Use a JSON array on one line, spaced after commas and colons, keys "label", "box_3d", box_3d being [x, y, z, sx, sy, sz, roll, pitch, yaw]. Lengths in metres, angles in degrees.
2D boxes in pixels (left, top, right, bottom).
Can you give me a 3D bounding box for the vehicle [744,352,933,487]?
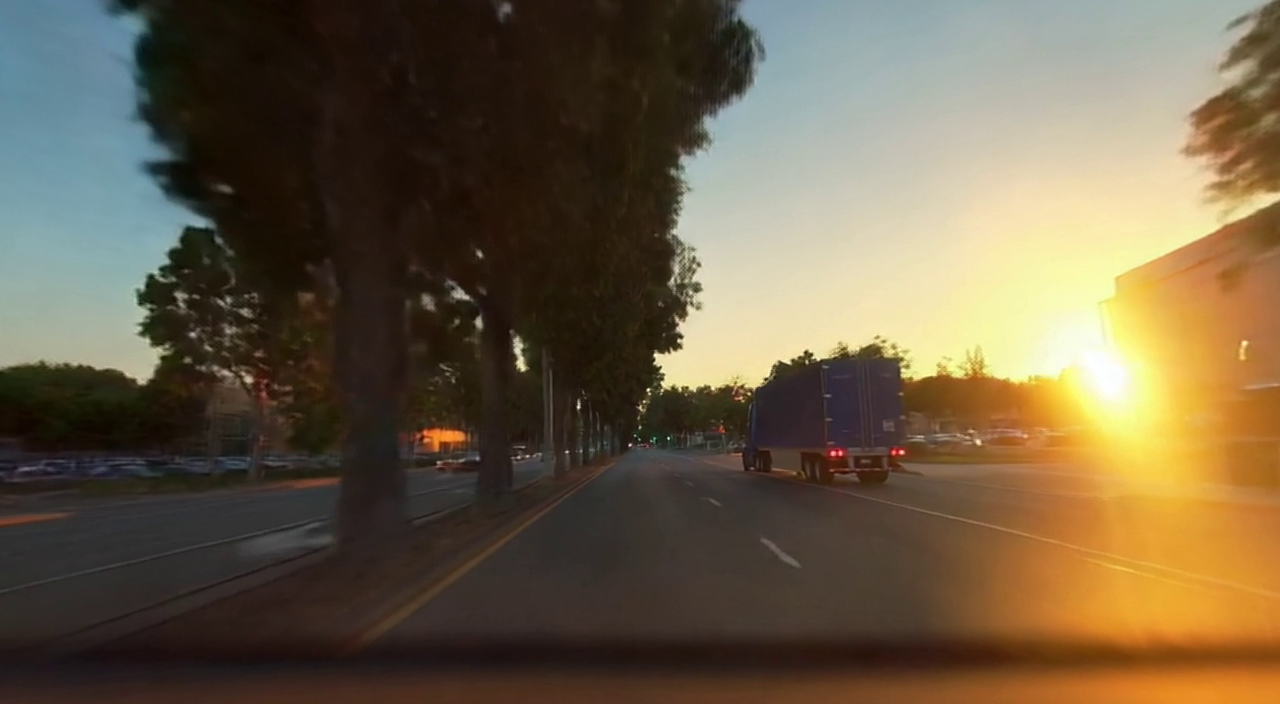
[{"label": "vehicle", "box_3d": [6.537, 2.727, 23.633, 3.120, 3.794, 11.510, 0, -8, -1]}]
